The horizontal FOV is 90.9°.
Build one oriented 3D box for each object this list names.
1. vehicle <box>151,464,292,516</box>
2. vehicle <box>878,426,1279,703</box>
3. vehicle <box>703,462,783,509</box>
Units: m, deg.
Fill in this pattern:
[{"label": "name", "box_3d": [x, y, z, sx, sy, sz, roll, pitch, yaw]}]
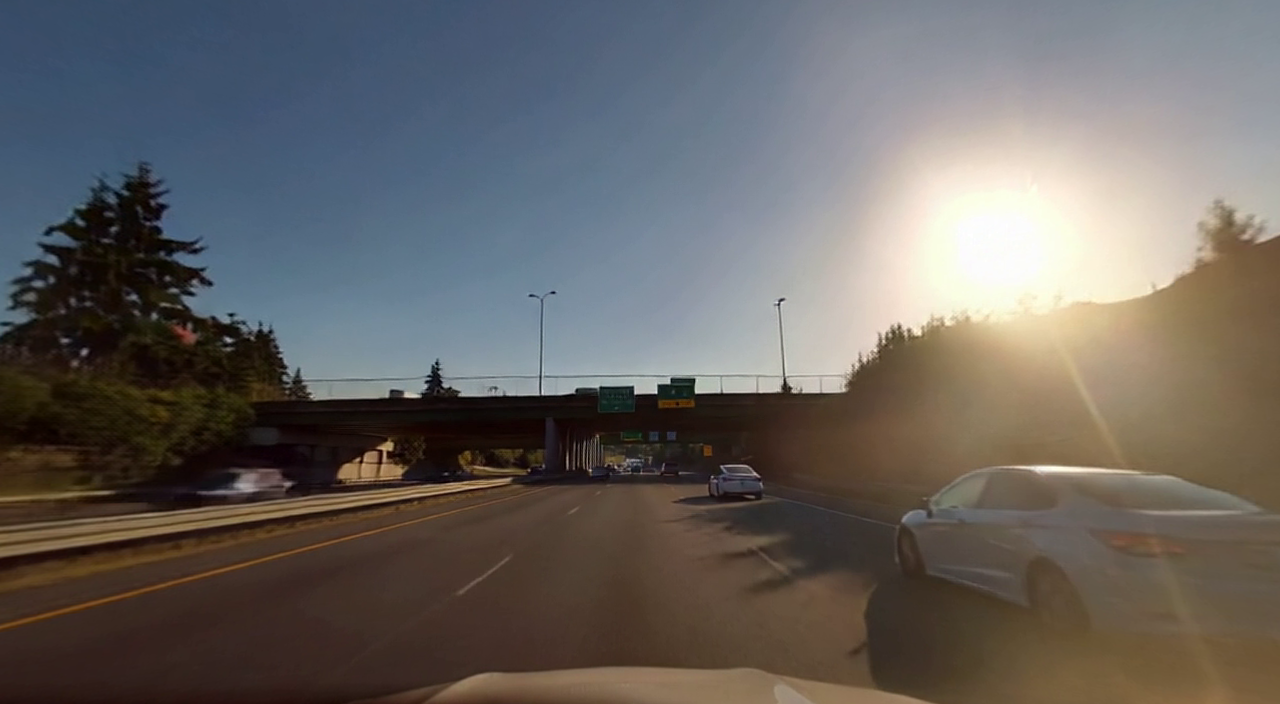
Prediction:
[{"label": "vehicle", "box_3d": [-12.996, 4.281, 19.858, 1.893, 1.440, 3.550, 0, -10, 1]}, {"label": "vehicle", "box_3d": [4.070, 1.615, 5.572, 2.010, 1.579, 4.679, 1, -10, -1]}, {"label": "vehicle", "box_3d": [3.600, 4.802, 22.934, 2.051, 1.472, 4.547, 1, -10, -1]}]
